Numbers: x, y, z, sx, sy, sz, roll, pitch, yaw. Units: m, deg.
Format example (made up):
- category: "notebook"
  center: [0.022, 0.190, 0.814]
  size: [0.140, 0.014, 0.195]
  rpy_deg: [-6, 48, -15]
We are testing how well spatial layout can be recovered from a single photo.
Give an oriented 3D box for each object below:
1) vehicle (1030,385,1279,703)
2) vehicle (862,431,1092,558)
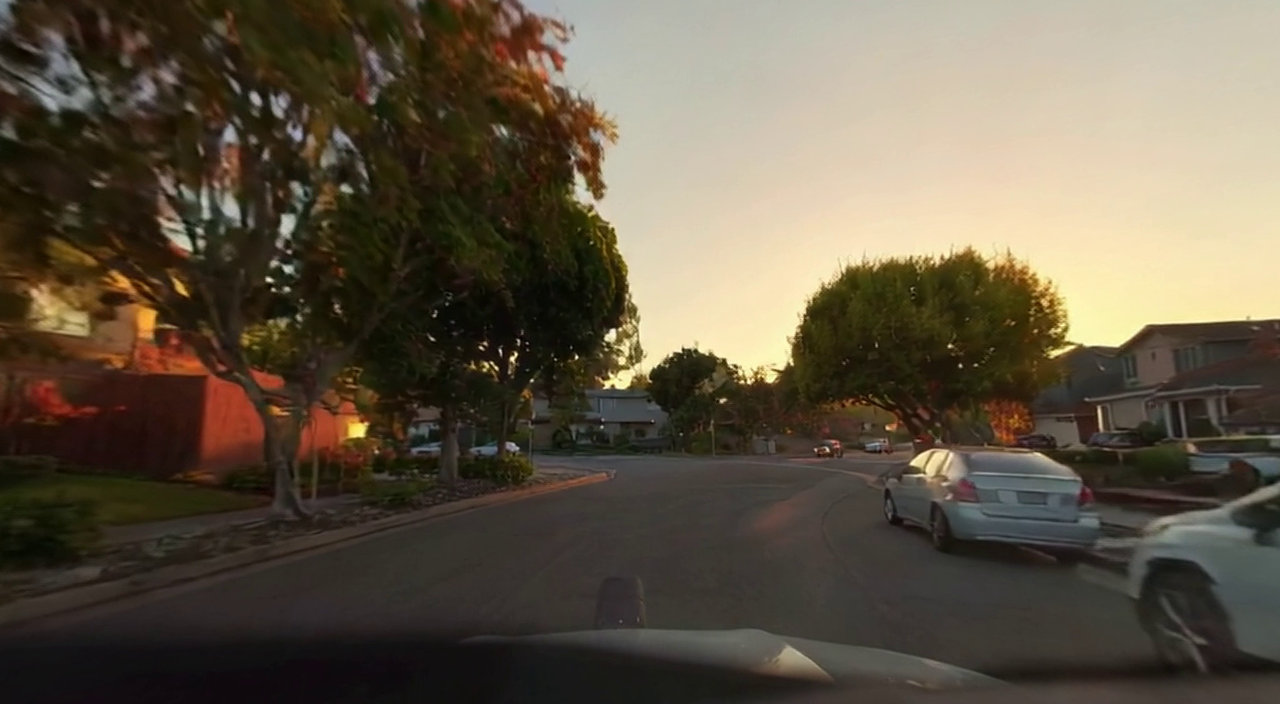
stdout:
- category: "vehicle"
  center: [3.918, 0.930, 2.494]
  size: [2.075, 1.657, 4.648]
  rpy_deg: [-1, -9, 5]
- category: "vehicle"
  center: [4.909, 2.102, 9.994]
  size: [2.026, 1.458, 4.225]
  rpy_deg: [1, -9, 11]
